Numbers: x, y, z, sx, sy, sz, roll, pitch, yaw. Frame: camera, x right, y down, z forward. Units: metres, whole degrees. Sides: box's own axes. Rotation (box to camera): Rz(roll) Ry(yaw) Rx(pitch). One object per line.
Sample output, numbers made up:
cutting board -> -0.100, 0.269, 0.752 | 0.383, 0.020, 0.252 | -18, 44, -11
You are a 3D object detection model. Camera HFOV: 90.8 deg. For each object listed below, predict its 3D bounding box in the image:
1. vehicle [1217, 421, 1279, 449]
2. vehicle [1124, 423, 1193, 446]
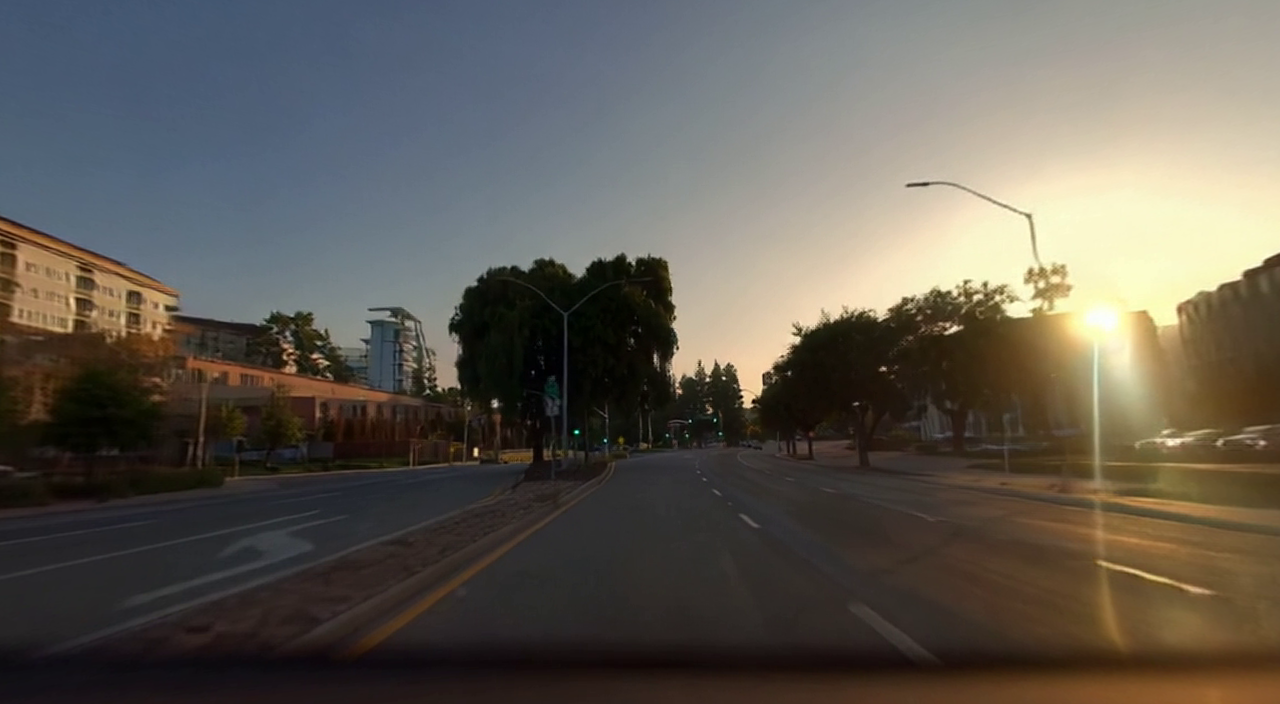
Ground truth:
vehicle -> 34.523, 4.615, 35.164 | 3.644, 1.465, 1.635 | 0, -9, -14
vehicle -> 32.666, 5.216, 39.823 | 3.328, 1.385, 1.570 | 1, -9, -15
